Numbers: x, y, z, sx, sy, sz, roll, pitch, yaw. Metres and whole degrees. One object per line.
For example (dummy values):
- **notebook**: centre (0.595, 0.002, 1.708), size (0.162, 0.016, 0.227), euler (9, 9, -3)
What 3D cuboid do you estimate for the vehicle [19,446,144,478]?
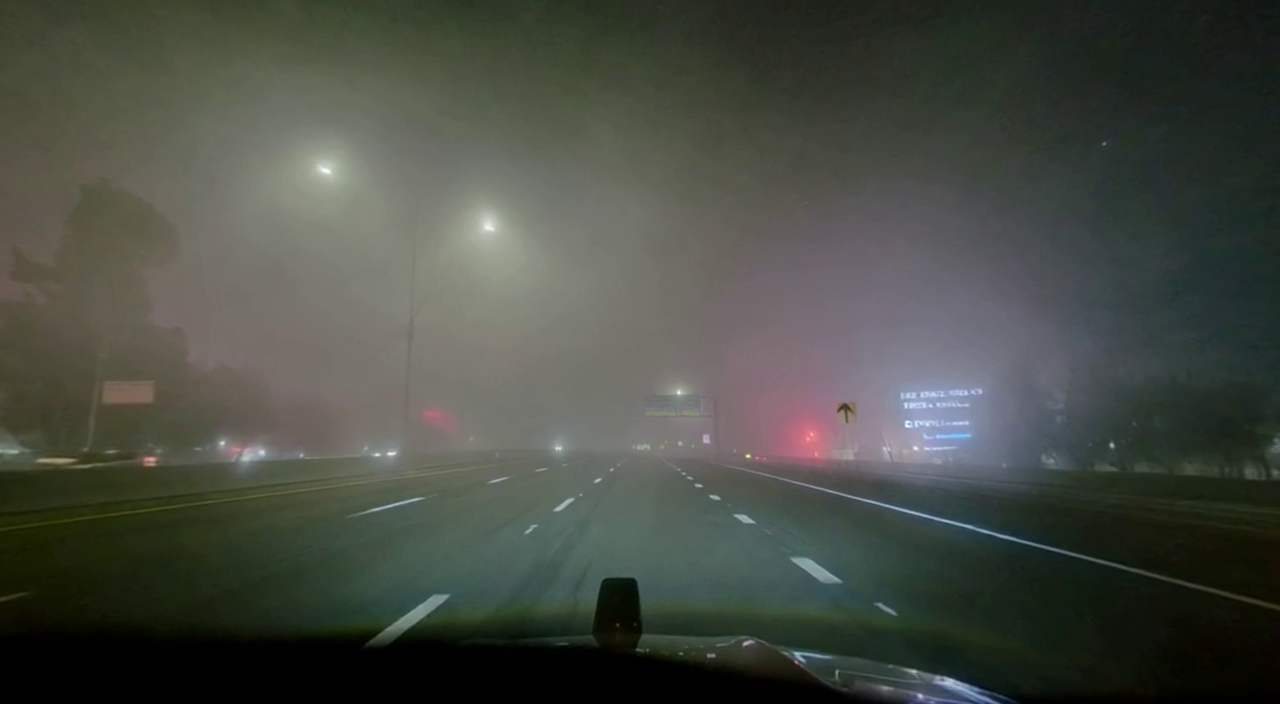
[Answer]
- **vehicle**: centre (-28.653, 5.650, 32.733), size (1.874, 1.502, 5.025), euler (0, -9, 1)
